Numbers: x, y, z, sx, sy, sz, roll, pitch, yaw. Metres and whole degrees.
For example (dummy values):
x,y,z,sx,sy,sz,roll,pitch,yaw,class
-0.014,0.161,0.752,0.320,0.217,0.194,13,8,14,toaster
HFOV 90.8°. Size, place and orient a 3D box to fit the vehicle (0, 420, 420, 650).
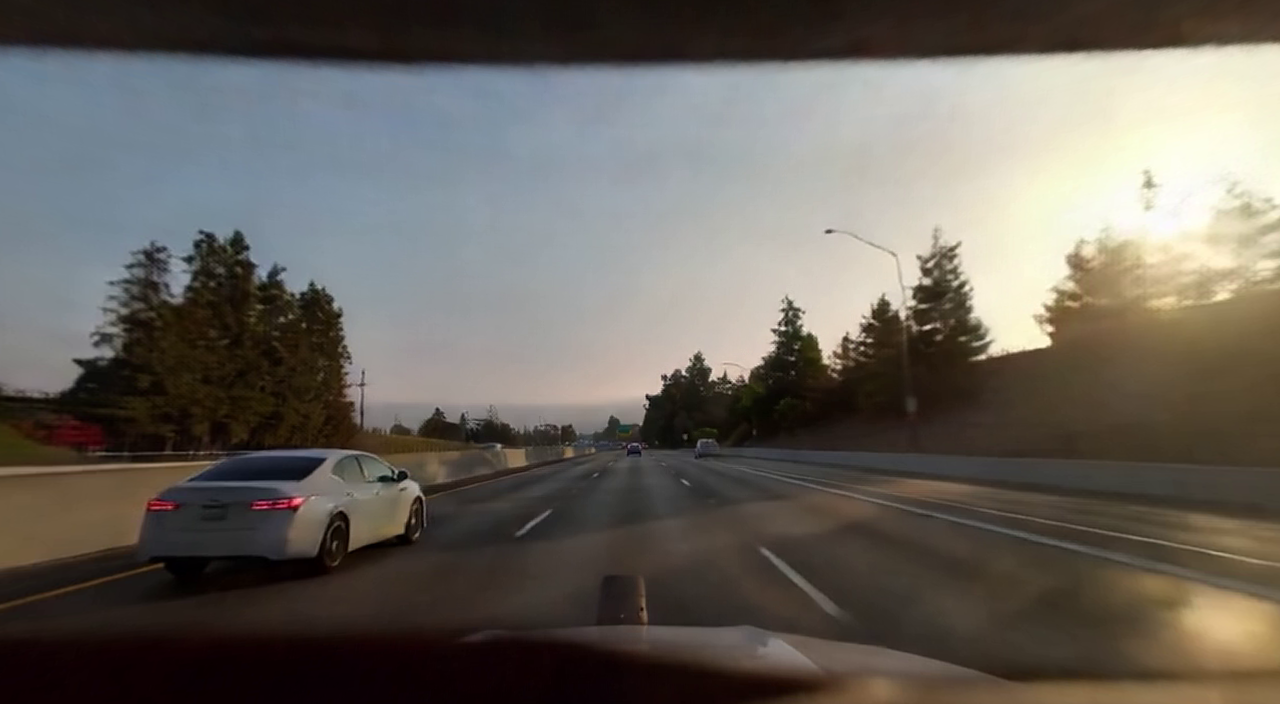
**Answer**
x,y,z,sx,sy,sz,roll,pitch,yaw,class
-4.077,1.571,6.509,2.050,1.547,4.266,0,-9,0,vehicle
